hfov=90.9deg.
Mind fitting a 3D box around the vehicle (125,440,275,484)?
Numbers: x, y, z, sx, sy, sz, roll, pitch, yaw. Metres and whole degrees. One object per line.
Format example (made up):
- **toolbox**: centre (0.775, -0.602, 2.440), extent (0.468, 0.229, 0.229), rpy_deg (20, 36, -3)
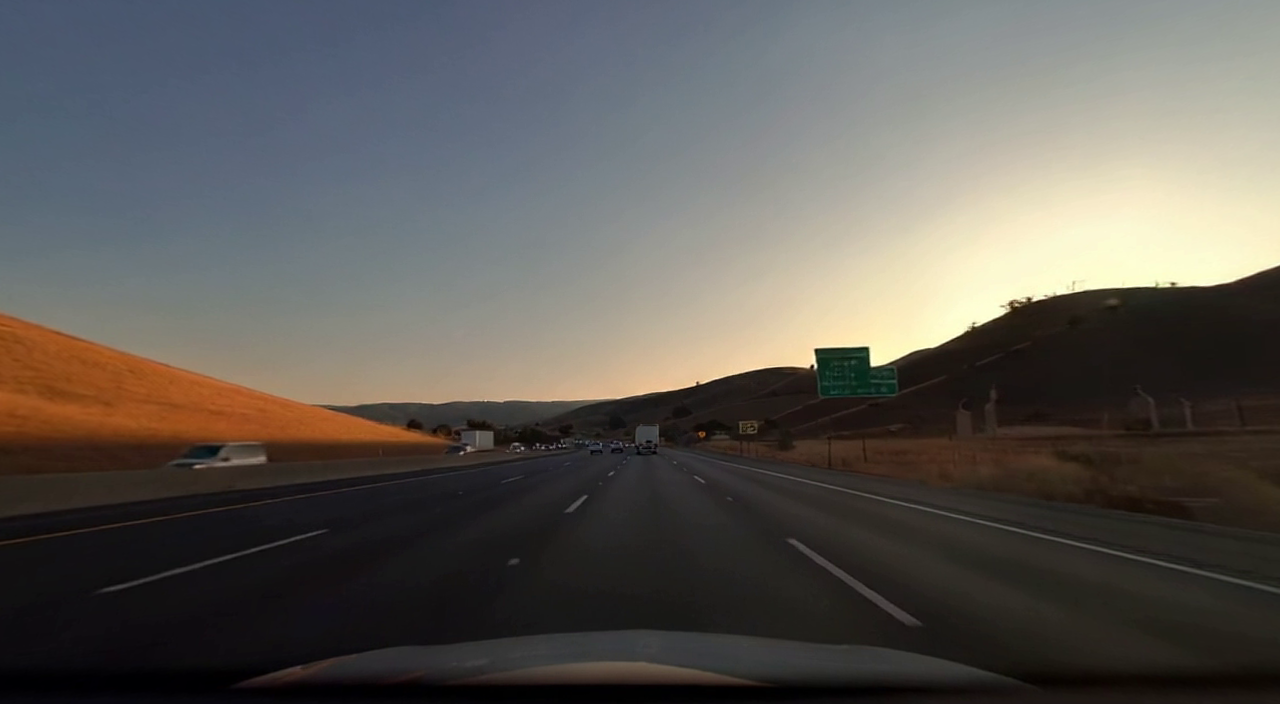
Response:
- **vehicle**: centre (-20.471, 5.118, 29.827), extent (2.797, 1.831, 5.896), rpy_deg (0, -8, 0)
